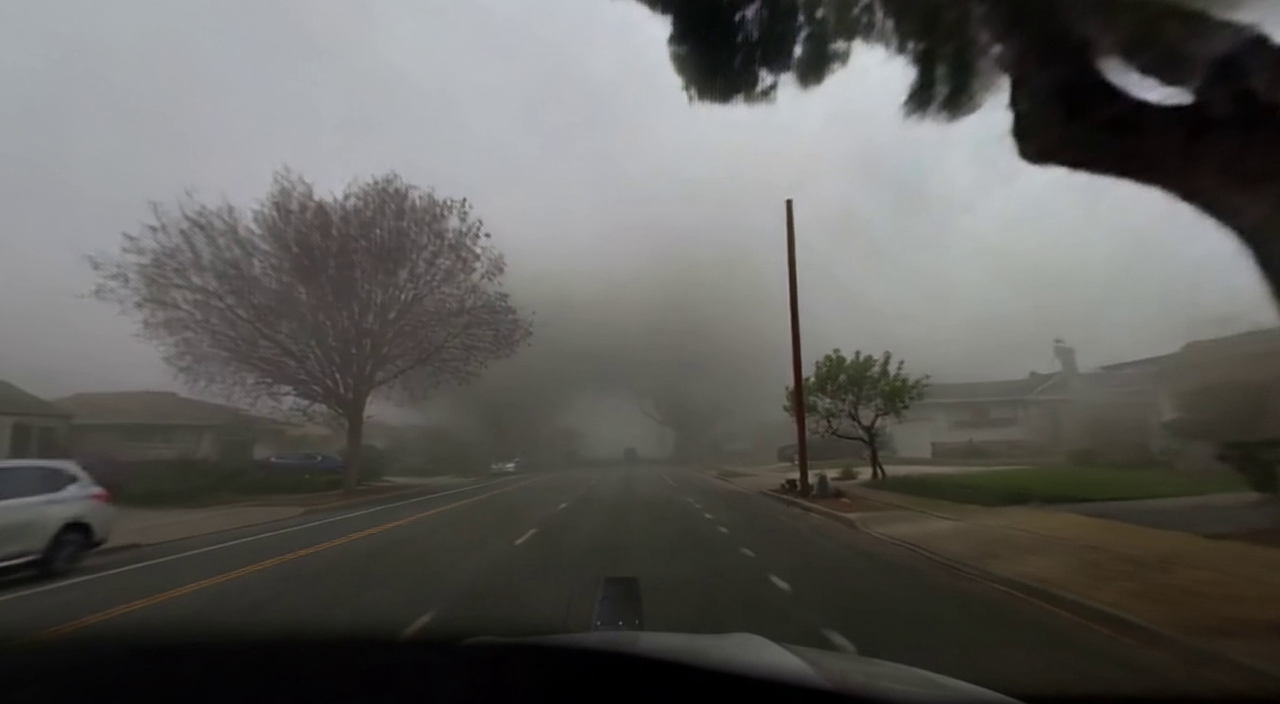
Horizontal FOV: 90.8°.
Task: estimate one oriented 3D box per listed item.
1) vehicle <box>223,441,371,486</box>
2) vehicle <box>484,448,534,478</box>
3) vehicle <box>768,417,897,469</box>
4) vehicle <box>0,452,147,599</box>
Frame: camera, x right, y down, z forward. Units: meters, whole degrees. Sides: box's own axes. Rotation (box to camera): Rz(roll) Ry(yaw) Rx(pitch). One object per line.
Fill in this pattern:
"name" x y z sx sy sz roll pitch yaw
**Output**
"vehicle" -14.339 4.674 26.667 4.995 1.760 1.988 0 -8 -2
"vehicle" -7.748 6.593 37.767 1.973 1.500 4.781 -5 -9 -2
"vehicle" 8.885 4.253 29.516 5.221 1.958 1.992 -4 -8 0
"vehicle" -7.586 1.824 6.230 1.919 1.492 4.547 -5 -9 -1
